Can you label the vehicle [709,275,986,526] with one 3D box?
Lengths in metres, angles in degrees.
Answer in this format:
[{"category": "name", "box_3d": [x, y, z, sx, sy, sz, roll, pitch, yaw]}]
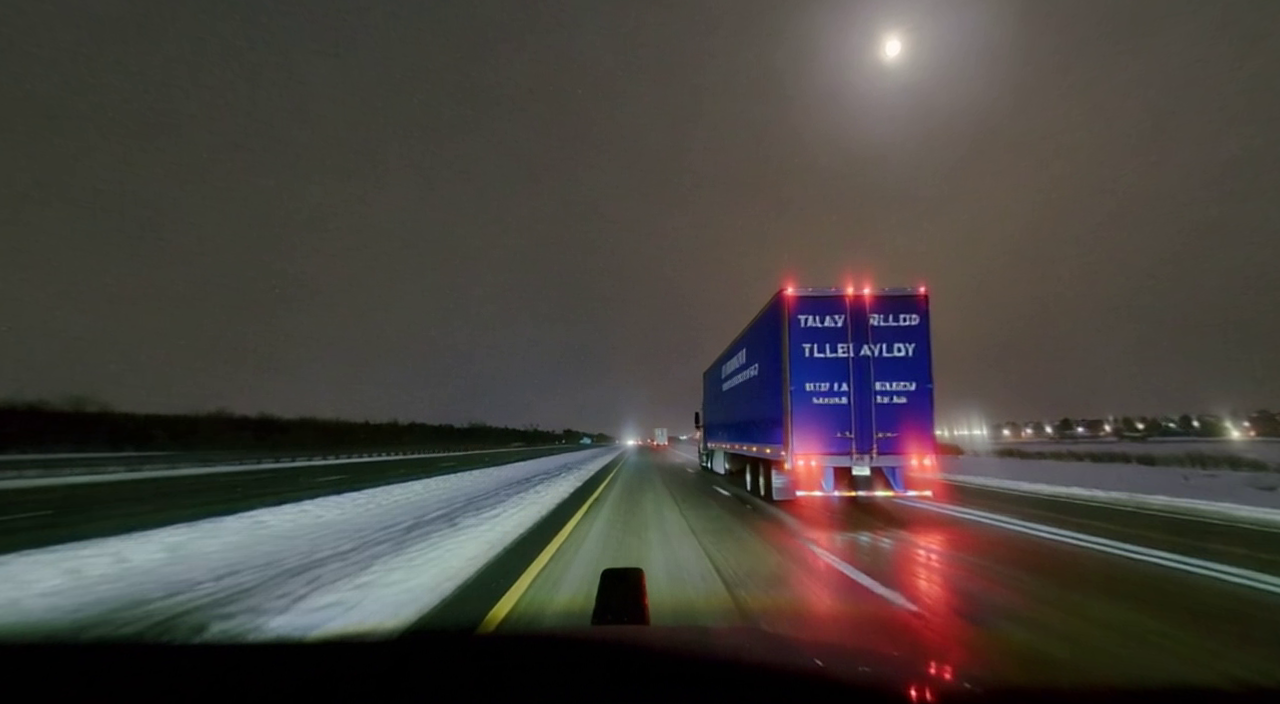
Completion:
[{"category": "vehicle", "box_3d": [4.080, 1.736, 17.263, 3.006, 4.093, 14.142, 0, -8, 1]}]
